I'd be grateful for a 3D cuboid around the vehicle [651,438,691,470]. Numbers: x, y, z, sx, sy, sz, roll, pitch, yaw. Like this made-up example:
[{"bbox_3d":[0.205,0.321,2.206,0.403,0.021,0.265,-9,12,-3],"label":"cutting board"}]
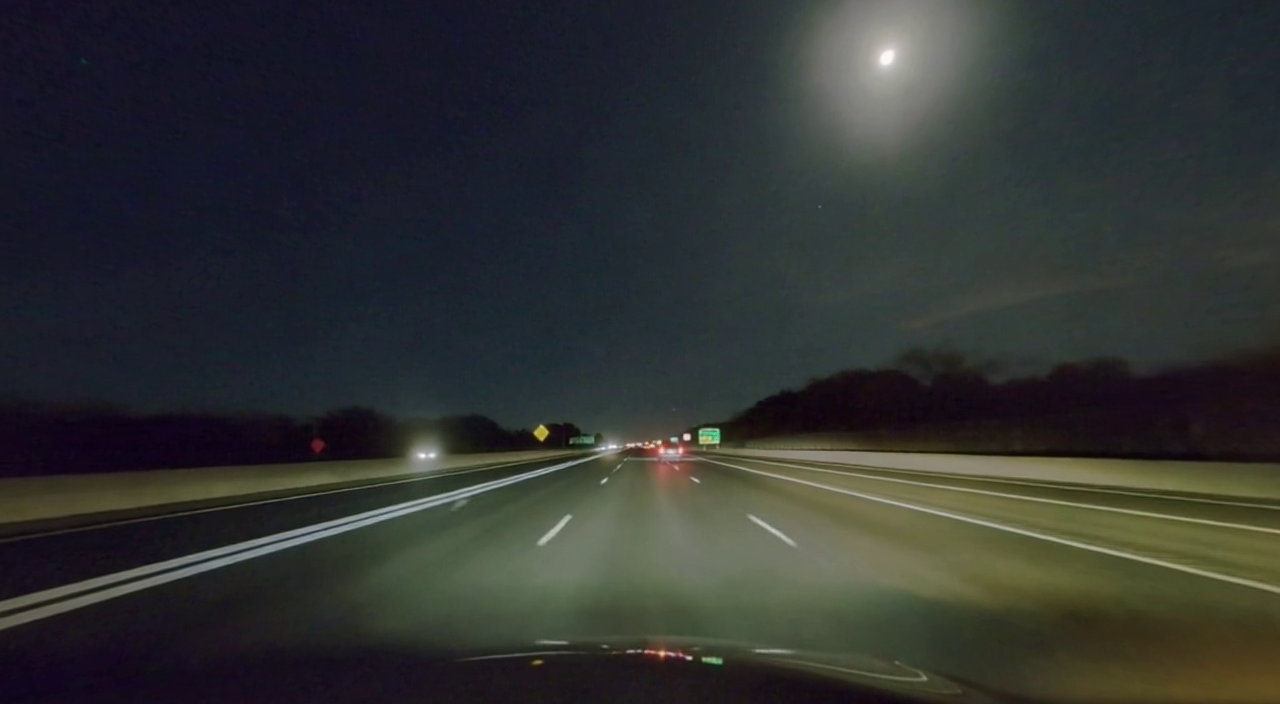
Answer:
[{"bbox_3d":[1.619,5.548,34.466,2.050,1.654,4.192,0,-8,1],"label":"vehicle"}]
